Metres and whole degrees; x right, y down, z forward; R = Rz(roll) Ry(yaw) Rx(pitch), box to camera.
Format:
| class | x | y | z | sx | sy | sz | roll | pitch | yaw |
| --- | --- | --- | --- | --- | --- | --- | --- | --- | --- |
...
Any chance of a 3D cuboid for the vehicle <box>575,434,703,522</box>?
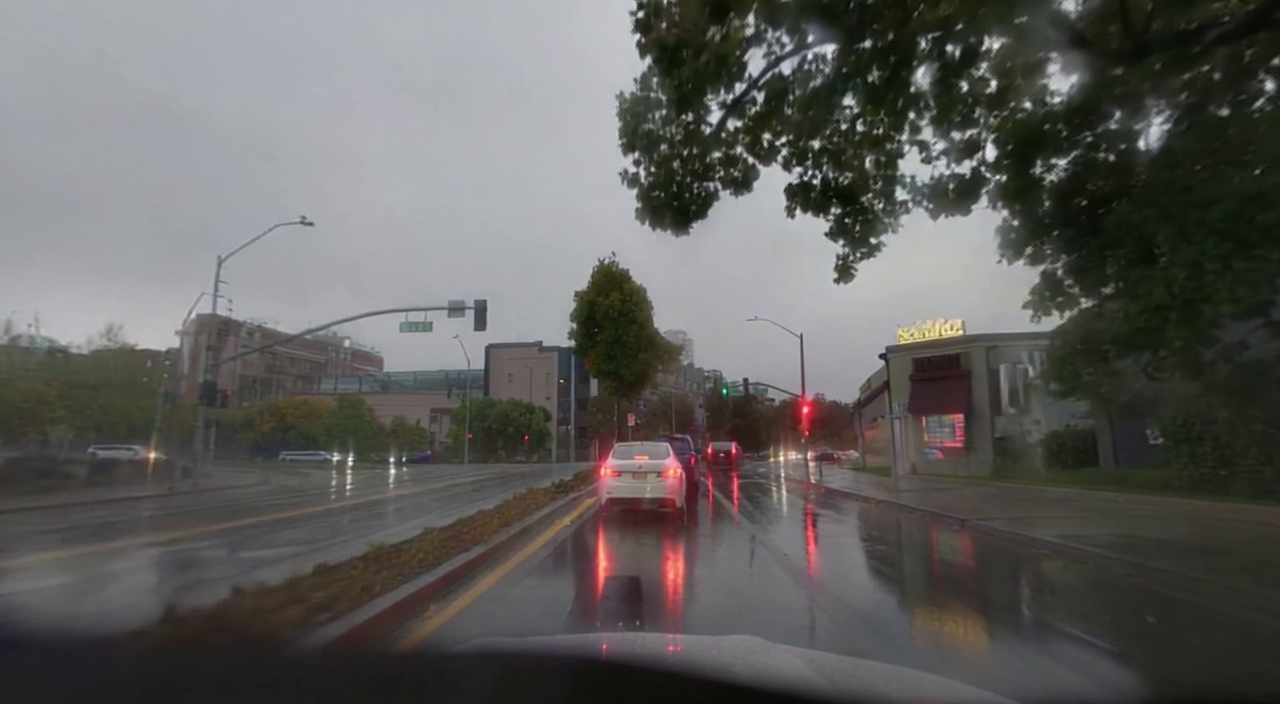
| class | x | y | z | sx | sy | sz | roll | pitch | yaw |
| --- | --- | --- | --- | --- | --- | --- | --- | --- | --- |
| vehicle | 0.042 | 2.462 | 12.901 | 2.173 | 1.479 | 4.264 | 0 | -8 | 2 |

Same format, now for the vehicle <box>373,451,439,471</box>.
| class | x | y | z | sx | sy | sz | roll | pitch | yaw |
| --- | --- | --- | --- | --- | --- | --- | --- | --- | --- |
| vehicle | -18.228 | 8.515 | 49.316 | 4.548 | 1.449 | 1.802 | 2 | -9 | -11 |

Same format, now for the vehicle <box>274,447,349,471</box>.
| class | x | y | z | sx | sy | sz | roll | pitch | yaw |
| --- | --- | --- | --- | --- | --- | --- | --- | --- | --- |
| vehicle | -24.842 | 8.095 | 47.909 | 4.575 | 1.718 | 2.008 | 2 | -9 | -10 |

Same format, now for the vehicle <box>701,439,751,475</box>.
| class | x | y | z | sx | sy | sz | roll | pitch | yaw |
| --- | --- | --- | --- | --- | --- | --- | --- | --- | --- |
| vehicle | 4.722 | 5.820 | 35.351 | 2.092 | 1.851 | 4.913 | 0 | -8 | 0 |

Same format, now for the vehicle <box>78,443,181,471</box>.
| class | x | y | z | sx | sy | sz | roll | pitch | yaw |
| --- | --- | --- | --- | --- | --- | --- | --- | --- | --- |
| vehicle | -34.161 | 7.021 | 42.377 | 4.877 | 1.754 | 1.978 | 1 | -9 | -10 |
